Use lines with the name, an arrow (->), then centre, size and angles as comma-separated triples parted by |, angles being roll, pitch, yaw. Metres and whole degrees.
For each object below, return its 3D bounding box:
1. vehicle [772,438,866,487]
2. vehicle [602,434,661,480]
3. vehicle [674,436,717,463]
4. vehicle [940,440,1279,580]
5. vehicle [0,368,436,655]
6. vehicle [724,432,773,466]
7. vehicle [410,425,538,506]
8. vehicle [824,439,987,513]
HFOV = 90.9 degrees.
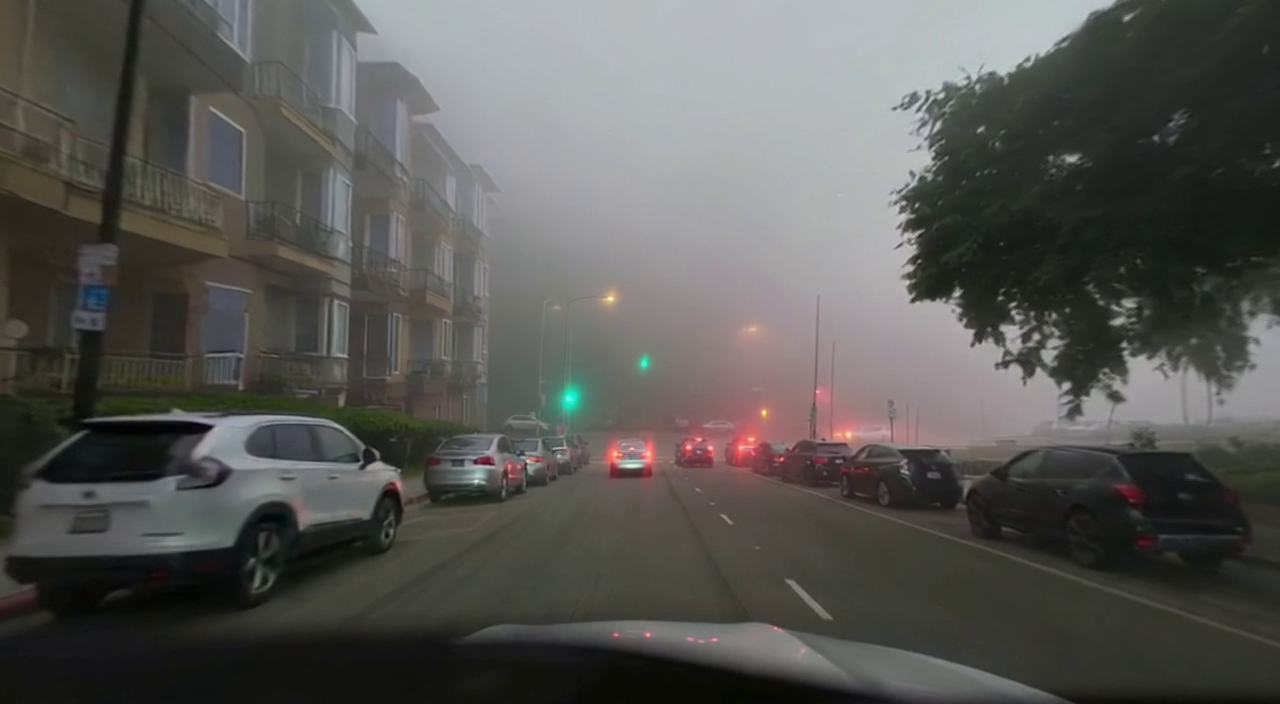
vehicle -> 6.045, 3.775, 21.831 | 1.938, 1.487, 4.371 | 0, -8, 0
vehicle -> -0.291, 3.718, 22.558 | 1.923, 1.460, 3.923 | 0, -8, -1
vehicle -> 3.119, 5.601, 36.268 | 2.055, 1.450, 4.676 | 0, -8, 0
vehicle -> 6.157, 2.010, 8.884 | 1.814, 1.490, 4.109 | 0, -9, 0
vehicle -> -3.668, 1.291, 6.079 | 1.975, 1.759, 4.250 | 0, -8, 0
vehicle -> 6.029, 5.441, 35.516 | 1.999, 1.752, 4.502 | 0, -8, 0
vehicle -> -3.710, 2.604, 14.819 | 1.831, 1.650, 3.852 | 0, -8, 2
vehicle -> 6.174, 2.911, 15.389 | 1.980, 1.518, 4.526 | 0, -8, 0
